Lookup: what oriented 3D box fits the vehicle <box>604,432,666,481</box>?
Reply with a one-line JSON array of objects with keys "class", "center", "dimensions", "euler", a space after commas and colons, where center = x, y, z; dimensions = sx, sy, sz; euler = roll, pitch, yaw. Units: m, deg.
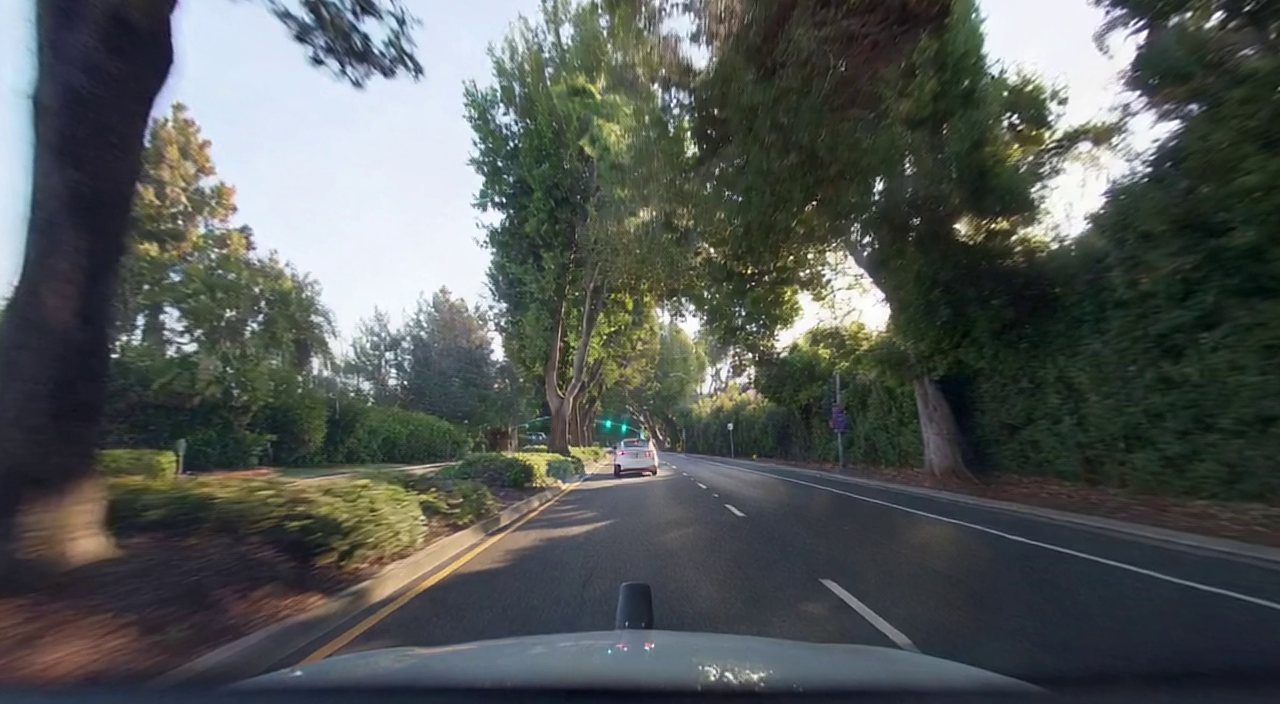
[{"class": "vehicle", "center": [-0.164, 3.993, 24.314], "dimensions": [2.192, 1.734, 4.176], "euler": [0, -8, 0]}]
